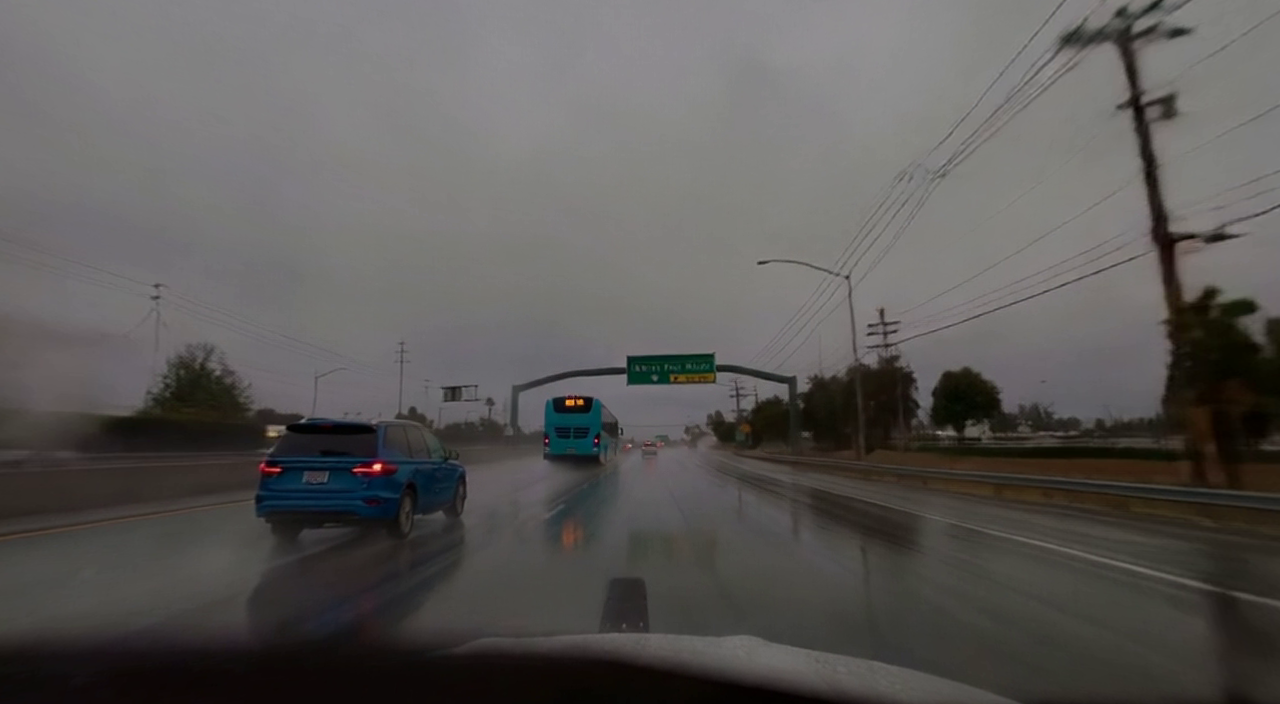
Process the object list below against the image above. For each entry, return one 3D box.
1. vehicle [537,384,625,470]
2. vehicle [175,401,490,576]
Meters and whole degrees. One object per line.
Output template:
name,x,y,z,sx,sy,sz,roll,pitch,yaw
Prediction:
vehicle,-2.741,4.230,33.664,3.382,3.712,11.766,1,-9,1
vehicle,-3.585,1.674,8.473,2.021,1.730,4.223,0,-8,1
